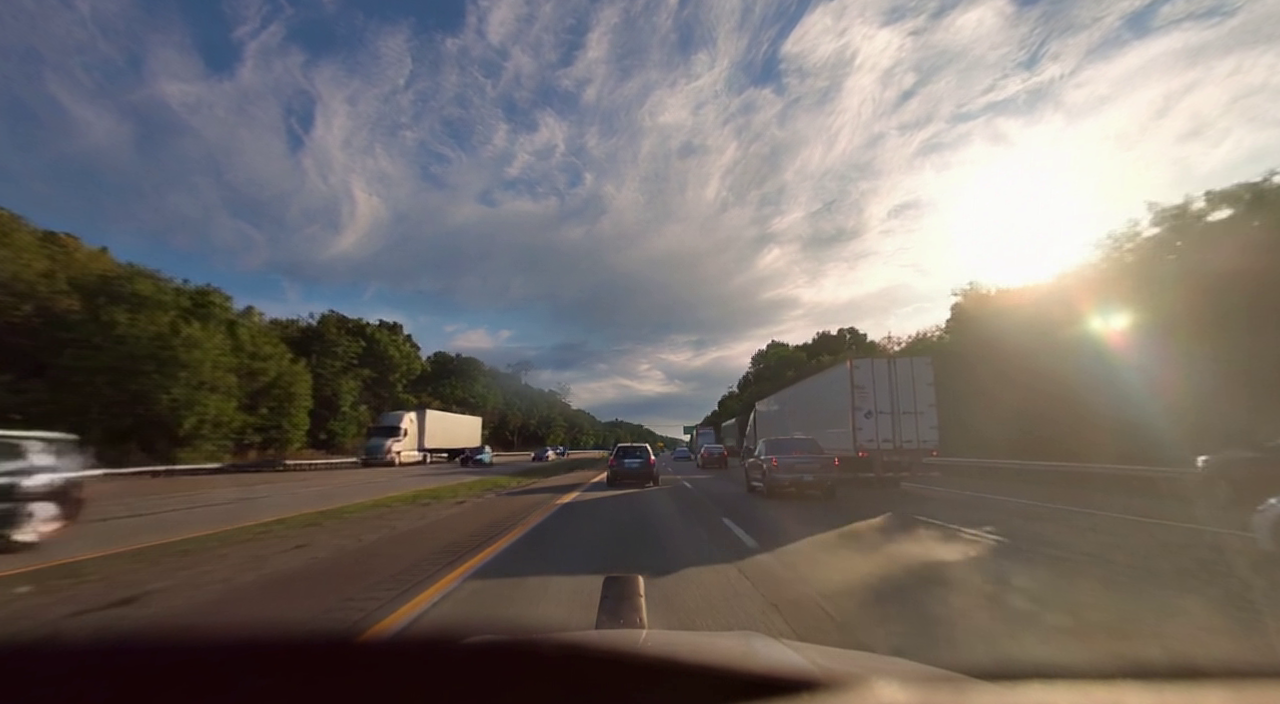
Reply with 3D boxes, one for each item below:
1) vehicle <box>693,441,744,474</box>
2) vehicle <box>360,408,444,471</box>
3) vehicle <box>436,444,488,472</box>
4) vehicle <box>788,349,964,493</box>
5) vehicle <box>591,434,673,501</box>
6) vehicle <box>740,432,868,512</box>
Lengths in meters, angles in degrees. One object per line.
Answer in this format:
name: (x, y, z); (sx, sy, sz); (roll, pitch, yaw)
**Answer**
vehicle: (4.135, 5.609, 33.824); (2.150, 1.632, 4.260); (0, -9, 0)
vehicle: (-15.644, 5.866, 42.019); (2.934, 3.853, 6.135); (-1, -9, 2)
vehicle: (-11.601, 6.925, 41.442); (2.044, 1.706, 4.619); (0, -9, 1)
vehicle: (7.628, 2.573, 22.069); (2.823, 4.063, 8.485); (0, -9, 1)
vehicle: (-0.168, 3.134, 17.416); (2.023, 1.618, 3.628); (0, -9, 1)
vehicle: (3.635, 2.737, 14.792); (1.920, 1.594, 3.867); (0, -9, 0)
